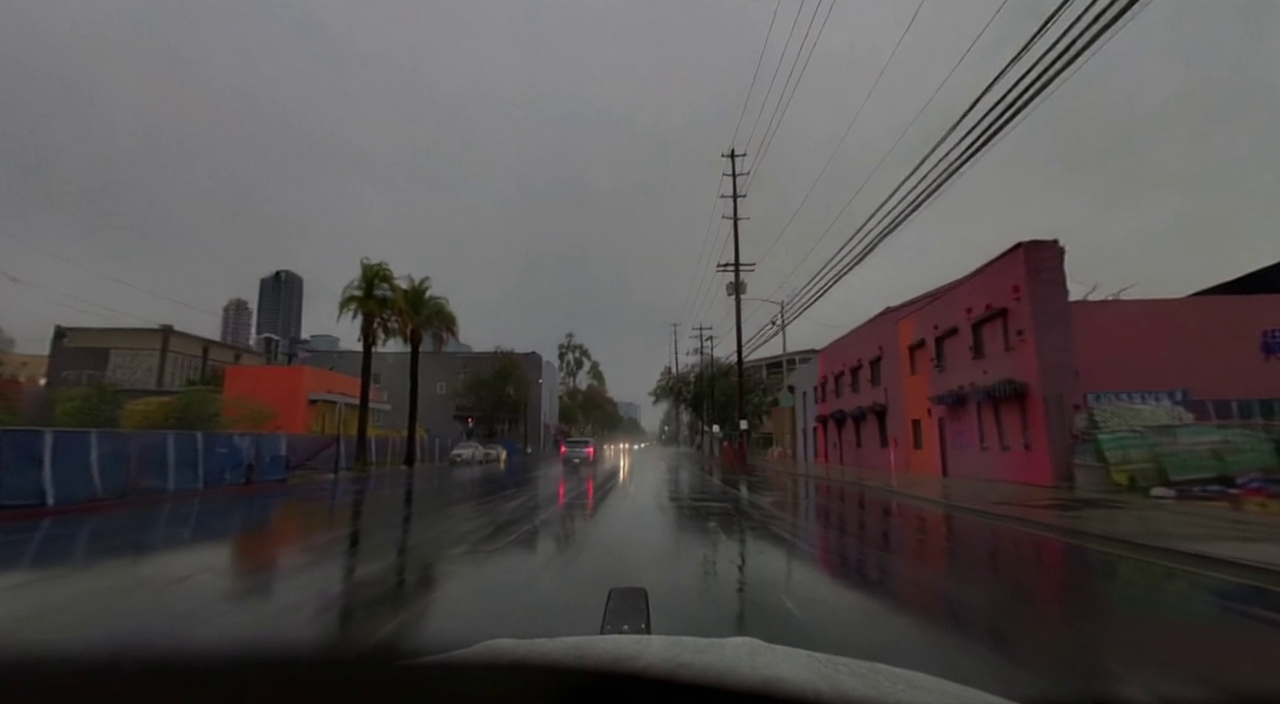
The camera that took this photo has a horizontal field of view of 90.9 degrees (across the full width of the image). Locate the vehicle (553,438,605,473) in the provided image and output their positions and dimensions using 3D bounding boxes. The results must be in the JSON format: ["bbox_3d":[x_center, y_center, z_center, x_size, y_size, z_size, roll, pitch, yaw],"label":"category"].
[{"bbox_3d":[-2.885,5.031,31.007,2.036,1.589,4.549,0,-8,1],"label":"vehicle"}]

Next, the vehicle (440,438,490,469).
[{"bbox_3d":[-11.728,6.791,42.446,2.052,1.898,4.253,0,-8,1],"label":"vehicle"}]
